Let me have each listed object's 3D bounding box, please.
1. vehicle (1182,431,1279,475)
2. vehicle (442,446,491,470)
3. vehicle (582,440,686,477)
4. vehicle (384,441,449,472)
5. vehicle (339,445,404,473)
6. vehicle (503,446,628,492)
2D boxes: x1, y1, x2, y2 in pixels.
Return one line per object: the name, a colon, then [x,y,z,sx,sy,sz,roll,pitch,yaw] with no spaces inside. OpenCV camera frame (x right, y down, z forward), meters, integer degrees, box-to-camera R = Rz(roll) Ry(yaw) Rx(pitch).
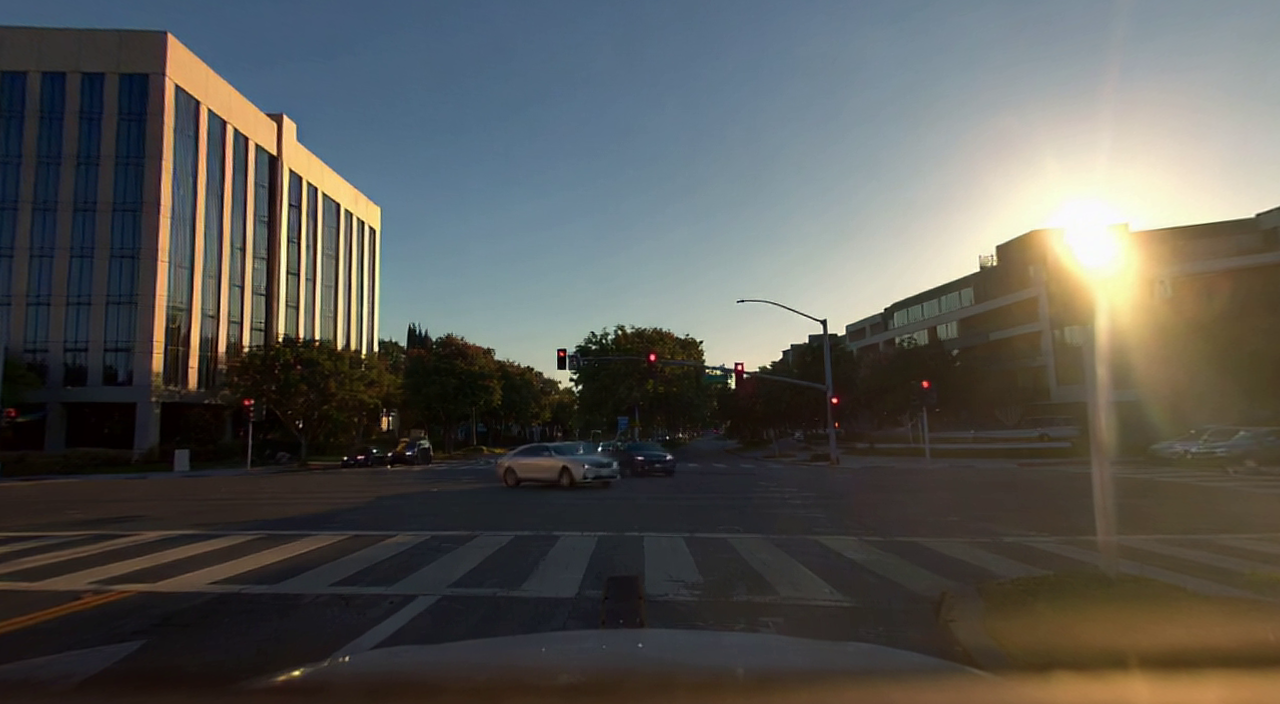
vehicle: [22.297,3.560,22.380,4.474,1.477,1.908,0,-9,-3]
vehicle: [-11.692,7.148,42.790,2.003,1.476,4.297,-1,-9,2]
vehicle: [-0.368,4.545,27.212,2.109,1.461,4.637,6,-11,-37]
vehicle: [-15.183,7.120,43.225,2.340,1.946,5.450,-1,-9,1]
vehicle: [-18.599,7.405,44.063,2.237,1.842,5.116,0,-9,0]
vehicle: [-2.476,3.698,20.286,1.910,1.288,4.093,8,-12,-43]
